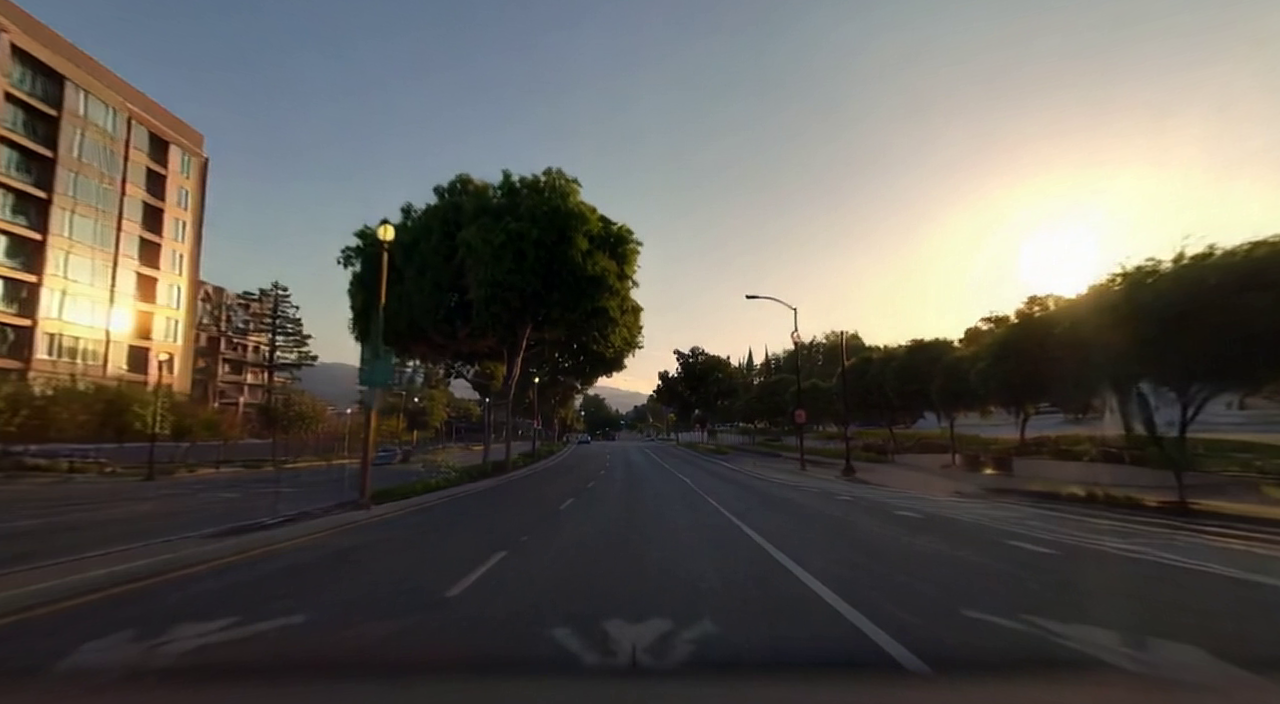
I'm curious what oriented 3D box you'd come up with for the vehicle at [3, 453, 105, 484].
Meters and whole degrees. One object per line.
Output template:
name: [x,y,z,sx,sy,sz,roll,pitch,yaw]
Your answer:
vehicle: [-28.794,5.738,31.112,1.518,1.364,3.470,1,-10,2]
